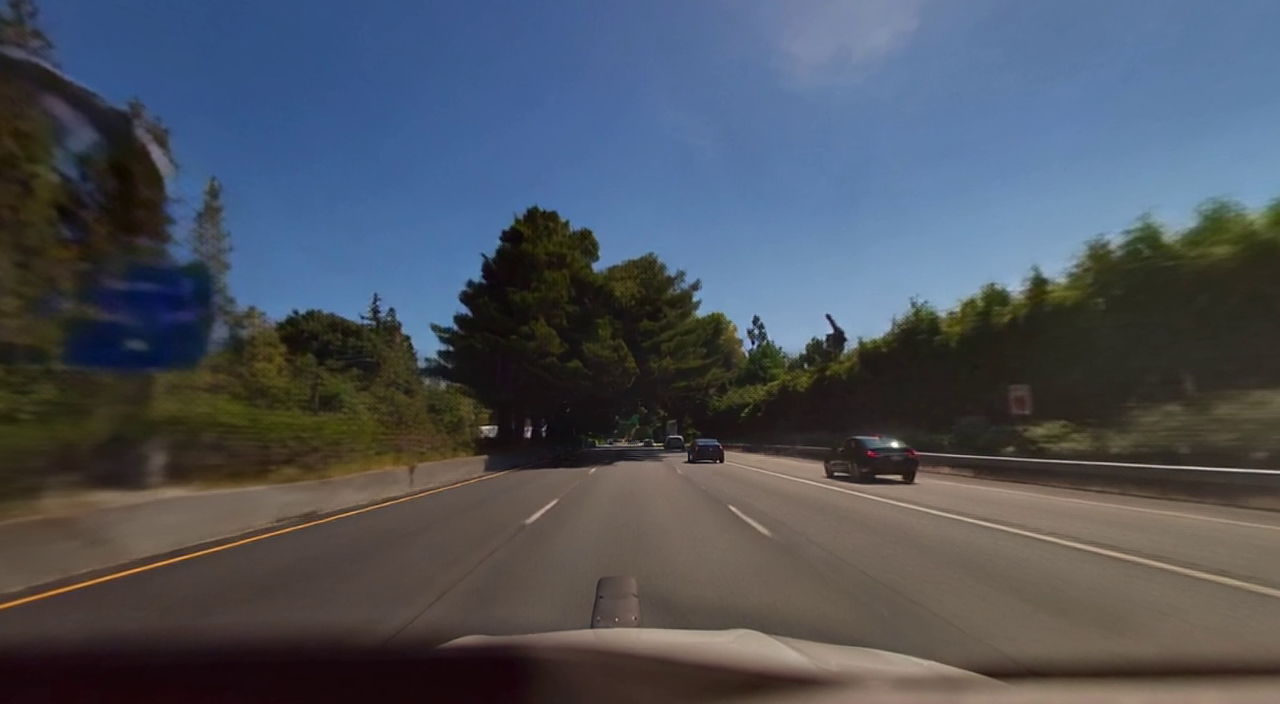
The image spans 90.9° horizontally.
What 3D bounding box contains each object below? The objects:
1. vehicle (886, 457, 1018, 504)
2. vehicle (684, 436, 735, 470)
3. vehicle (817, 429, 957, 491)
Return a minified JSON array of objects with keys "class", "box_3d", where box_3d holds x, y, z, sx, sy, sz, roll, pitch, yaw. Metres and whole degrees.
[{"class":"vehicle","box_3d":[7.017,2.893,14.449,1.535,0.862,2.814,0,-8,-2]},{"class":"vehicle","box_3d":[3.187,4.690,29.623,1.819,1.468,3.770,0,-8,-2]},{"class":"vehicle","box_3d":[6.908,3.053,18.345,2.003,1.522,4.940,0,-8,-1]}]
